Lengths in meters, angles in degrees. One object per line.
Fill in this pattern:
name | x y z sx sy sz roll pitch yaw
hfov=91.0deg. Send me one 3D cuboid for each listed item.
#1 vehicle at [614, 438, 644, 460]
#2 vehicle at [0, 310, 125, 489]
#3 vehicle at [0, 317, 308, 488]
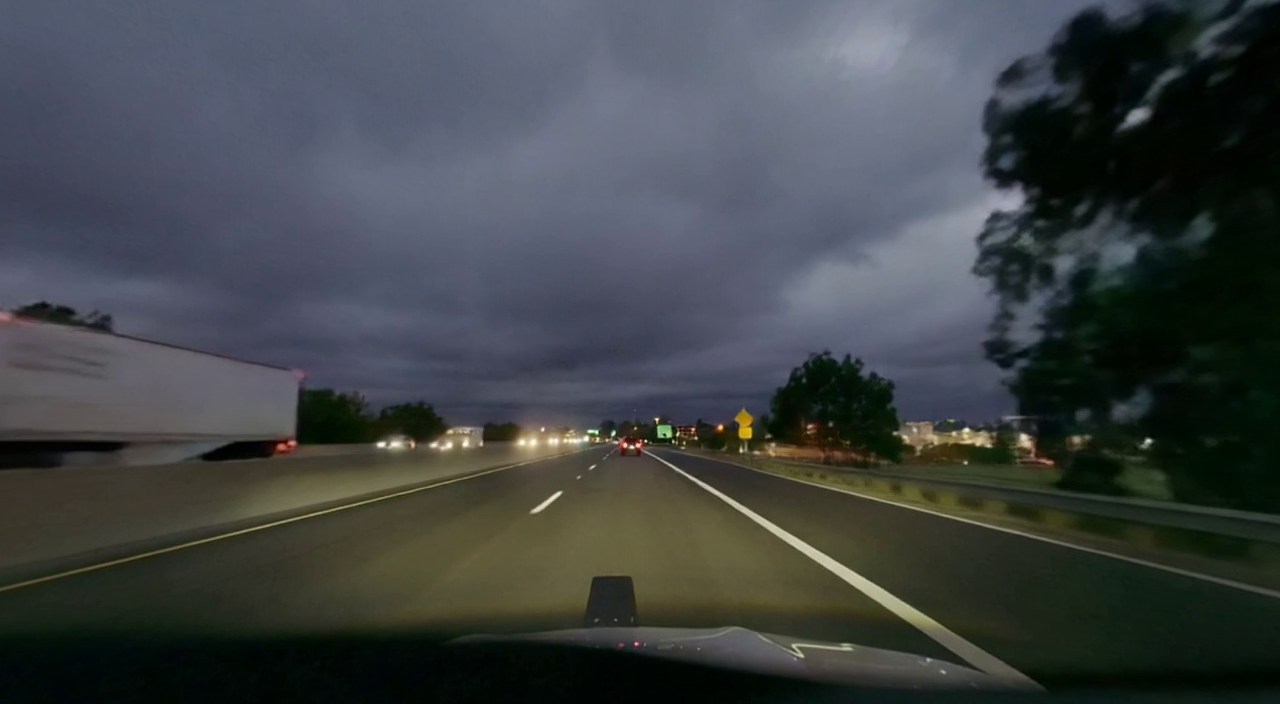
vehicle | -0.831 6.987 45.418 2.099 1.504 3.843 0 -8 -2
vehicle | -16.409 1.150 14.897 2.982 4.135 6.215 -1 -8 -1
vehicle | -16.570 2.132 21.744 3.036 4.094 13.534 0 -8 -1
